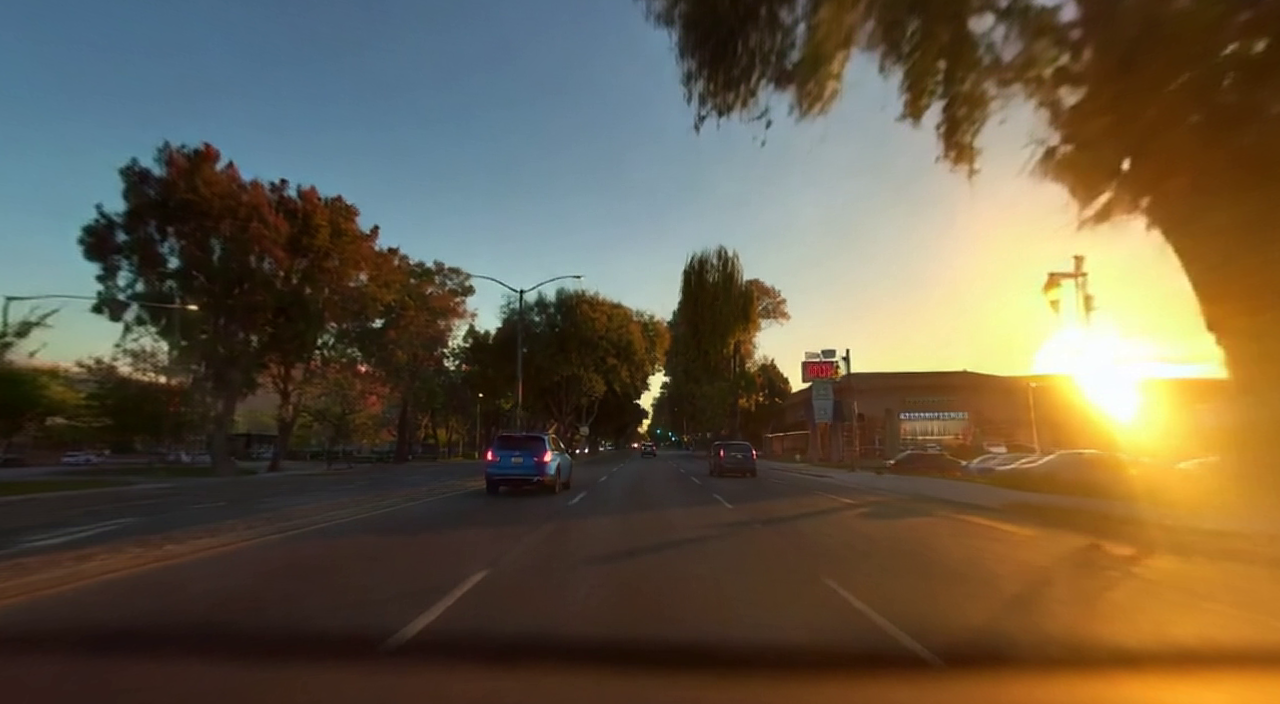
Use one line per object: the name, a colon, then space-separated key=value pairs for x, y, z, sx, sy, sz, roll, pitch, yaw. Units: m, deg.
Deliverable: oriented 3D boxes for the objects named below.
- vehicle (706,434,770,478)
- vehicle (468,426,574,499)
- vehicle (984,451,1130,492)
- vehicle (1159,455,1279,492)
vehicle: x=4.296 y=4.632 z=28.388 sx=2.083 sy=1.779 sz=4.347 roll=0 pitch=-8 yaw=-1
vehicle: x=-3.191 y=3.066 z=17.933 sx=2.047 sy=1.810 sz=4.414 roll=0 pitch=-8 yaw=1
vehicle: x=16.680 y=4.780 z=25.387 sx=4.479 sy=1.445 sz=1.946 roll=-1 pitch=-8 yaw=-1
vehicle: x=28.844 y=6.006 z=31.313 sx=4.338 sy=1.704 sz=1.920 roll=-1 pitch=-8 yaw=1
